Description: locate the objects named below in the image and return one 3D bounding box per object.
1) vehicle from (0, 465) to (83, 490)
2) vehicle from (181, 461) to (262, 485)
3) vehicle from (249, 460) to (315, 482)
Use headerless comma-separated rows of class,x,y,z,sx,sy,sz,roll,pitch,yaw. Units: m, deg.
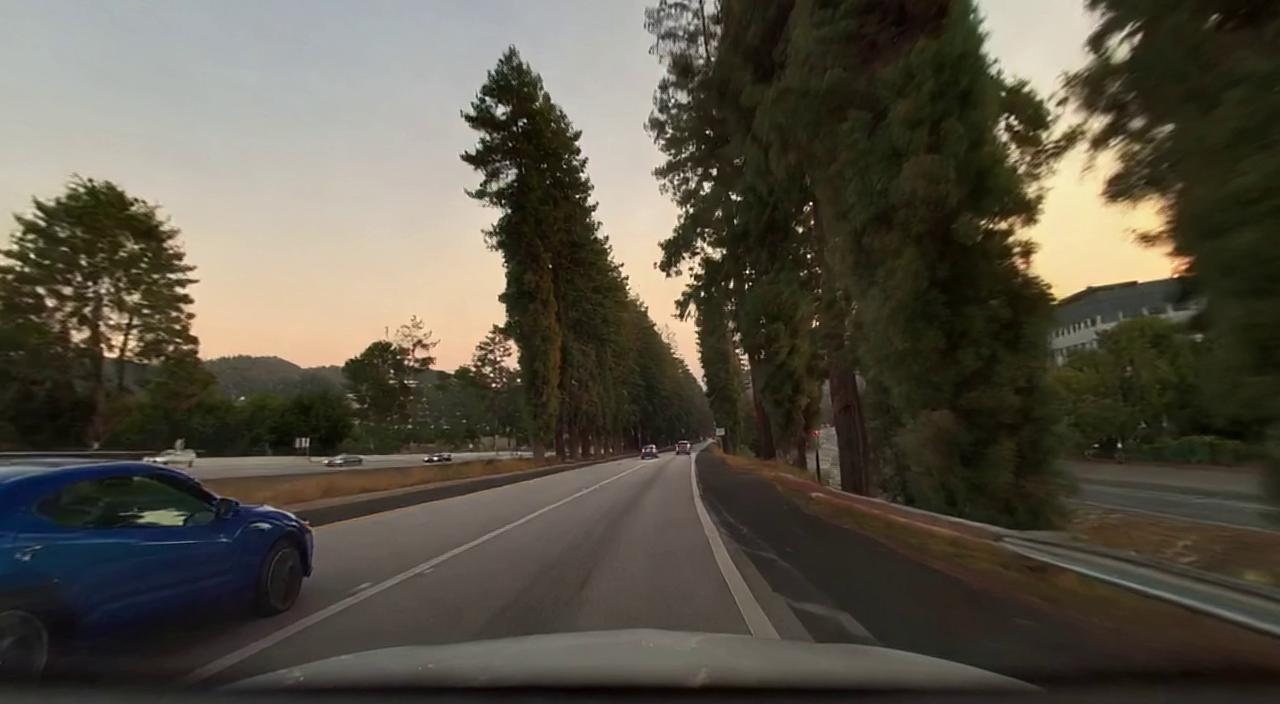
vehicle,-40.730,8.481,42.948,1.709,1.468,3.901,-2,-8,10
vehicle,-29.030,8.364,43.931,1.964,1.444,4.565,-2,-8,11
vehicle,-25.349,8.425,44.817,1.883,1.426,3.958,-2,-8,11
